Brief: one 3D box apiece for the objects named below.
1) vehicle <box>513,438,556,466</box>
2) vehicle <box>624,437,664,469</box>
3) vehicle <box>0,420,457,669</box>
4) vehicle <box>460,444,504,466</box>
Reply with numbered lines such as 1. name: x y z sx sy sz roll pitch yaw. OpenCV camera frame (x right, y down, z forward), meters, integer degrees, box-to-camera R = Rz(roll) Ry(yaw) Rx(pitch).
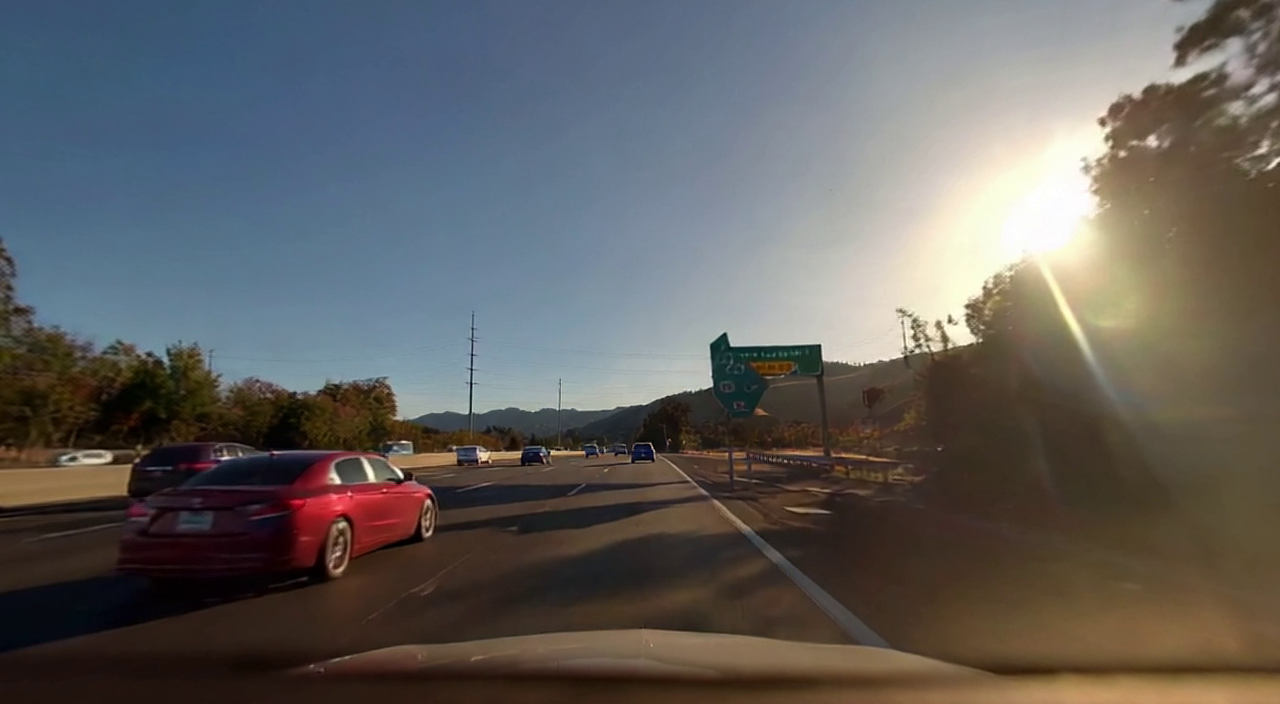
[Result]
1. vehicle: -7.182 6.891 43.532 2.091 1.775 4.601 0 -8 1
2. vehicle: 0.200 5.900 36.904 2.194 1.737 4.127 0 -8 -1
3. vehicle: -3.572 1.553 6.373 1.967 1.517 4.808 0 -8 1
4. vehicle: -11.121 7.254 44.666 1.938 1.480 4.329 0 -8 1
